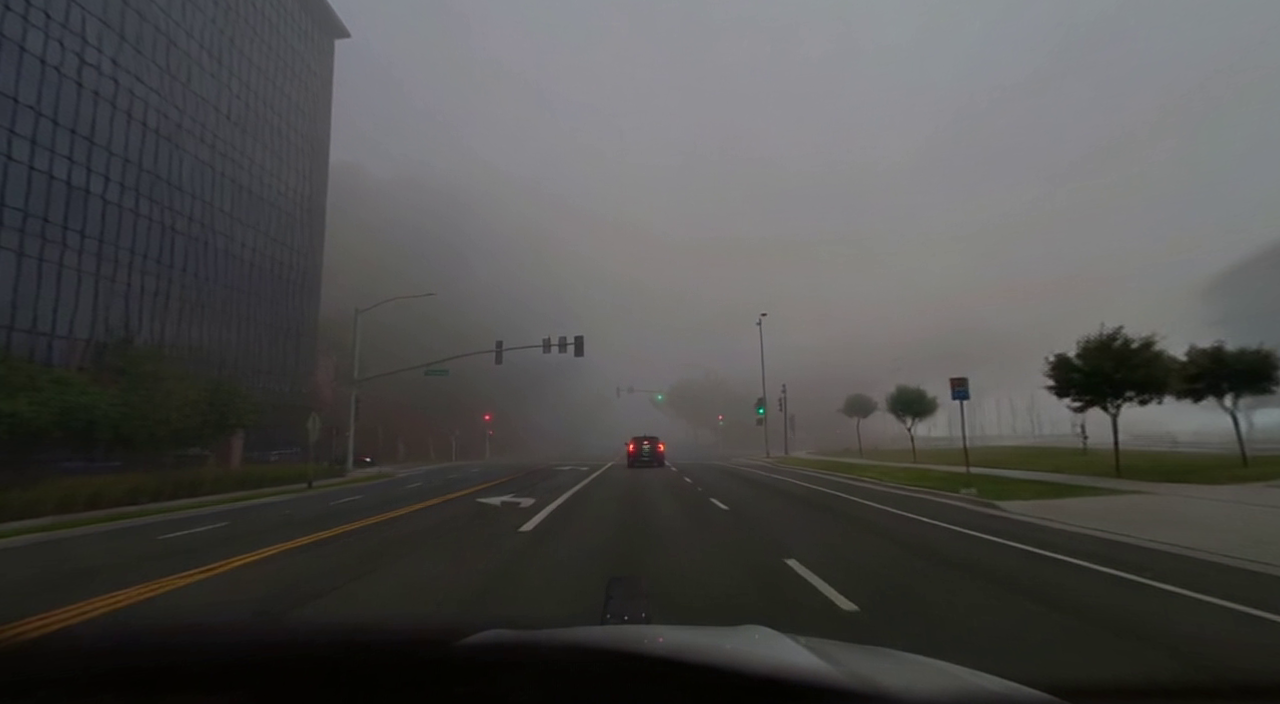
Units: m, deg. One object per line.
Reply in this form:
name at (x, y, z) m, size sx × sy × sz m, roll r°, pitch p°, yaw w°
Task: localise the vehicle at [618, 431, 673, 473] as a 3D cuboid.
vehicle at (0.200, 4.220, 26.854) m, size 2.184 × 1.640 × 4.086 m, roll 0°, pitch -8°, yaw -1°
